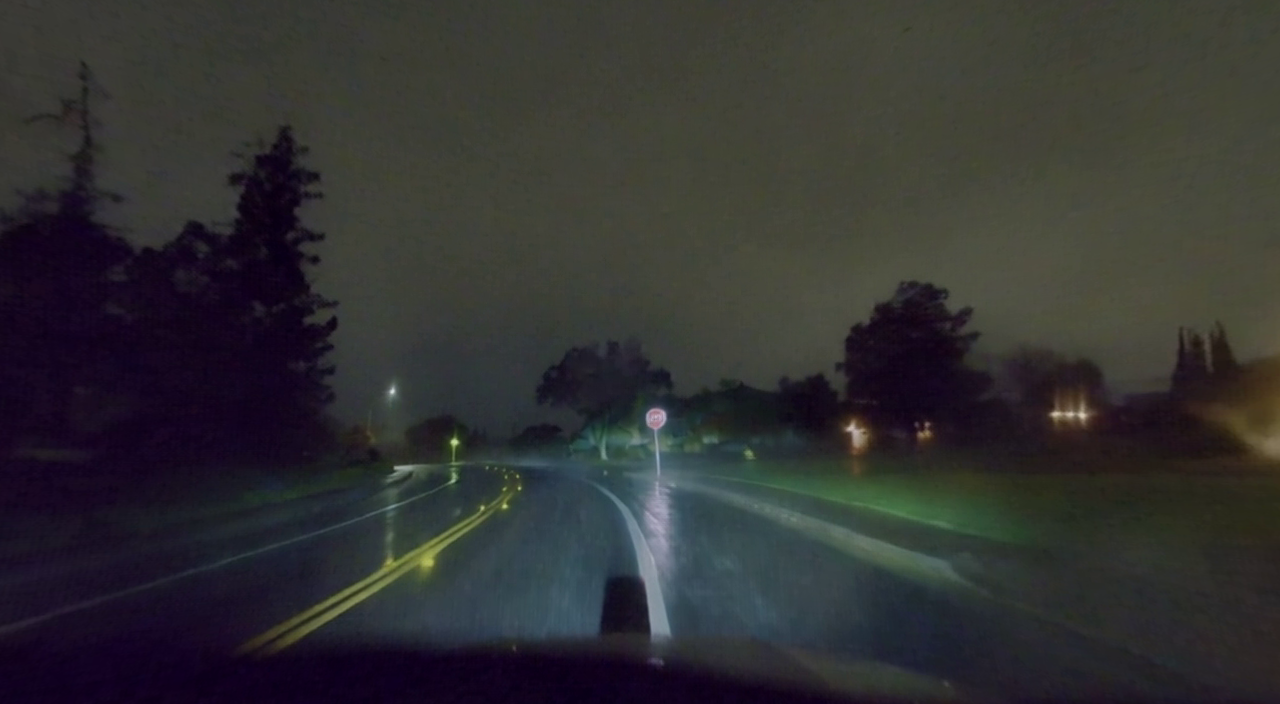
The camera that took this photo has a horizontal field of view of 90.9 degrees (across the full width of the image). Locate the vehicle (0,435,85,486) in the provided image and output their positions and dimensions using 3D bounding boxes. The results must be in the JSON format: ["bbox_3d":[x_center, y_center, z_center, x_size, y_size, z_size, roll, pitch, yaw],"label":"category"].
[{"bbox_3d":[-26.724,4.656,27.368,2.063,2.001,5.448,3,-9,-21],"label":"vehicle"}]
